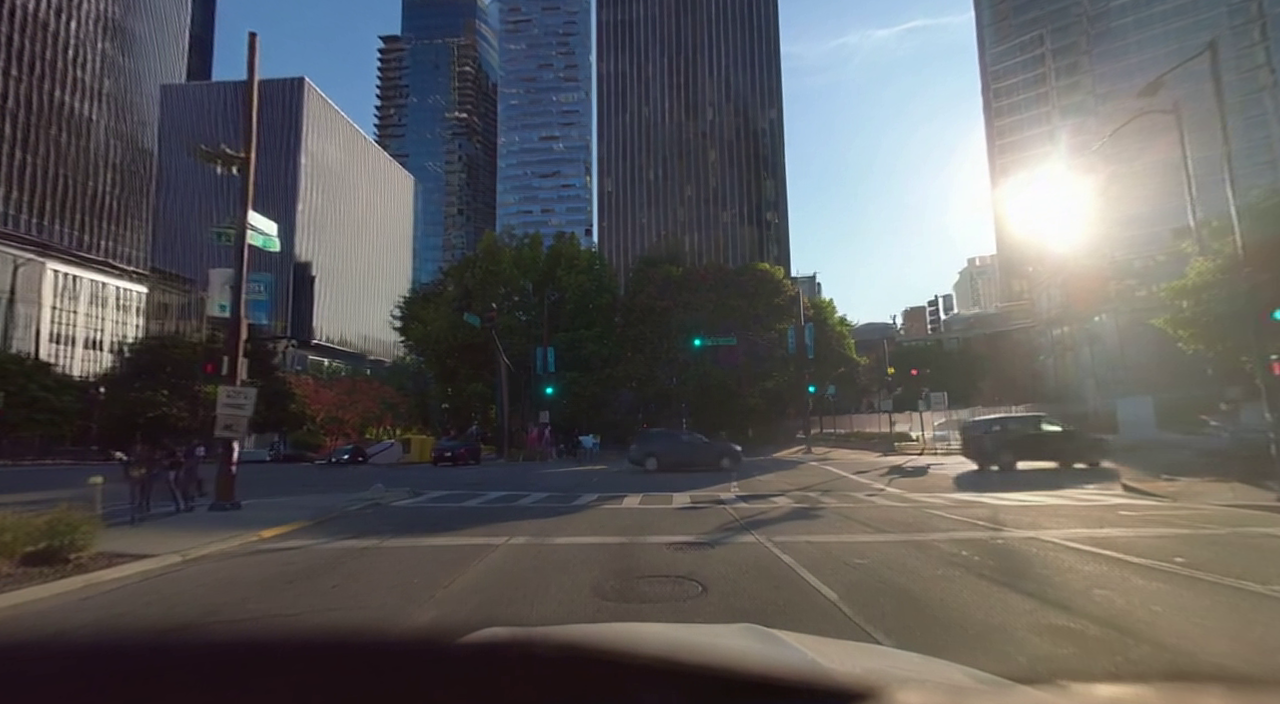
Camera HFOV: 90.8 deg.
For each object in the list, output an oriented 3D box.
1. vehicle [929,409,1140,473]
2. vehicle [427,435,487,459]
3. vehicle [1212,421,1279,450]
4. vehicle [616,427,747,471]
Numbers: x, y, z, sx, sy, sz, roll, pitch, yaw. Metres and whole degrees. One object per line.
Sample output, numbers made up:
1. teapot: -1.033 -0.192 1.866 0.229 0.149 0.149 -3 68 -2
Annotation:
1. vehicle: 12.936 2.932 20.971 5.659 1.967 2.149 1 -8 -6
2. vehicle: -11.863 6.205 41.216 1.964 1.476 4.593 -2 -9 9
3. vehicle: 32.386 4.317 32.444 4.253 1.429 1.807 0 -8 -3
4. vehicle: 1.440 3.496 22.946 4.482 1.492 1.805 0 -9 -6
